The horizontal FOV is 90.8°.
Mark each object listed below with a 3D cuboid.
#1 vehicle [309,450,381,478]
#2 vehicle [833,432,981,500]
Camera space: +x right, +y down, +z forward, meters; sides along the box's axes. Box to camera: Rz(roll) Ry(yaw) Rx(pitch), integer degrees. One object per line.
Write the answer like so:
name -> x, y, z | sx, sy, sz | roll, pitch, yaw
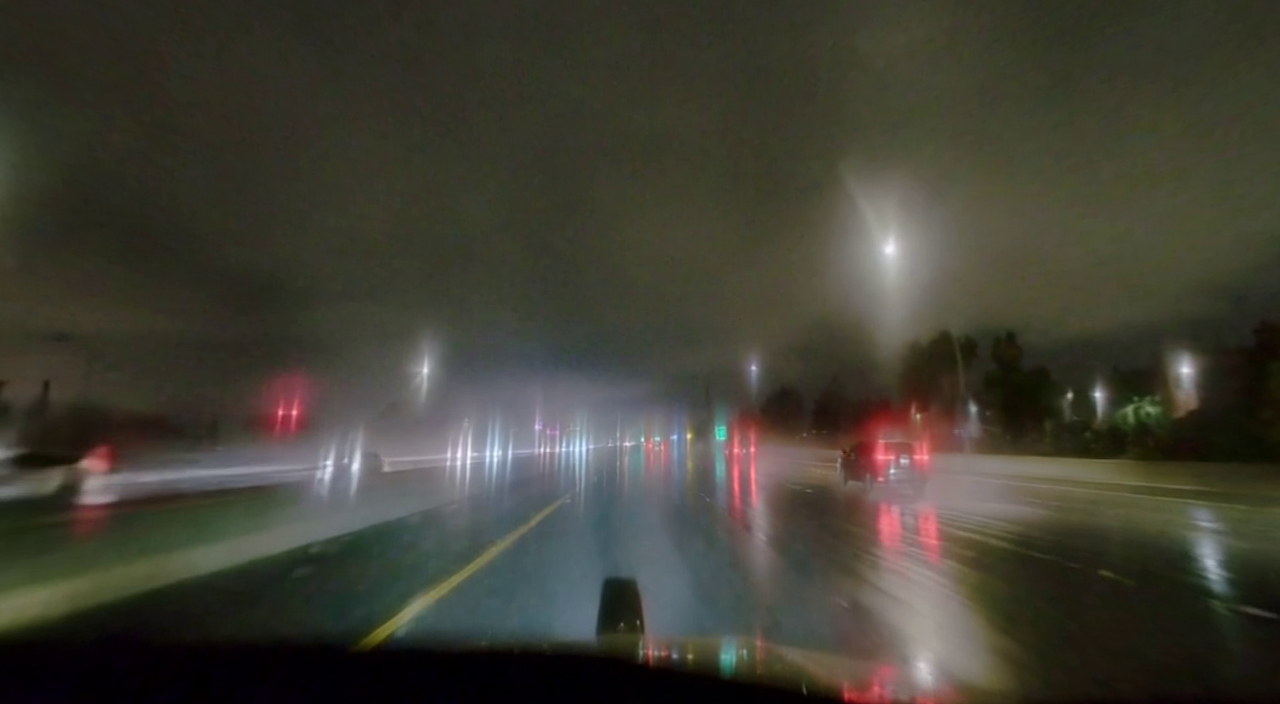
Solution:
vehicle -> -17.108, 6.481, 36.915 | 1.916, 1.497, 4.761 | 0, -8, 0
vehicle -> 6.952, 3.017, 17.139 | 1.901, 1.548, 4.684 | 0, -8, -1
